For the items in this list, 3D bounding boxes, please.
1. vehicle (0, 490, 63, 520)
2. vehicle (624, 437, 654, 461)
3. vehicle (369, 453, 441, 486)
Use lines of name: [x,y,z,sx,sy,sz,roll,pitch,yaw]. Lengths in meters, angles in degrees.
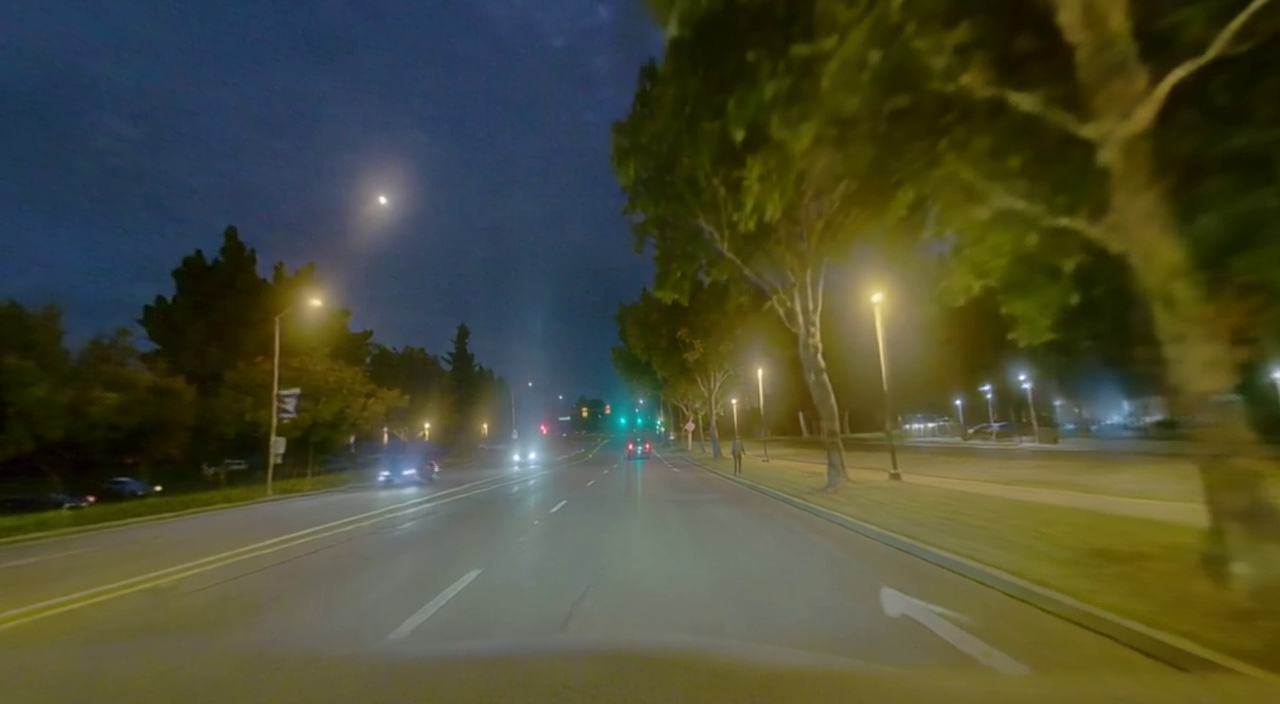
vehicle: [-42.869,10.440,43.125,4.793,1.735,1.979,0,-9,-5]
vehicle: [-0.080,7.610,49.721,2.228,1.790,4.180,0,-9,-1]
vehicle: [-11.782,5.884,32.022,2.011,1.475,4.536,0,-9,-1]
